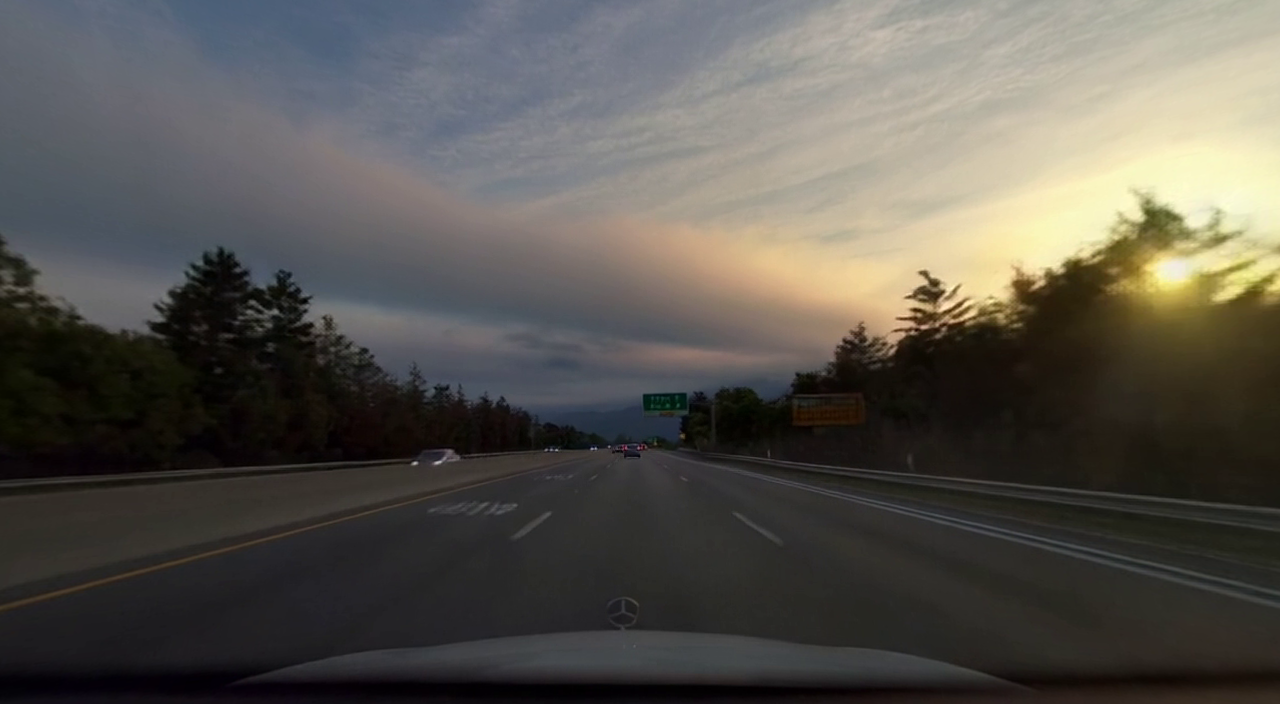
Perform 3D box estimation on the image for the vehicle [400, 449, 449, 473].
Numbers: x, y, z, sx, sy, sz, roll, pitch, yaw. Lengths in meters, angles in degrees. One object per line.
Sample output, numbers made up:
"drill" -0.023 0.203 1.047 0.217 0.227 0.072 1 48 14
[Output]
"vehicle" -14.374 7.285 42.207 1.857 1.483 4.282 0 -9 -2
